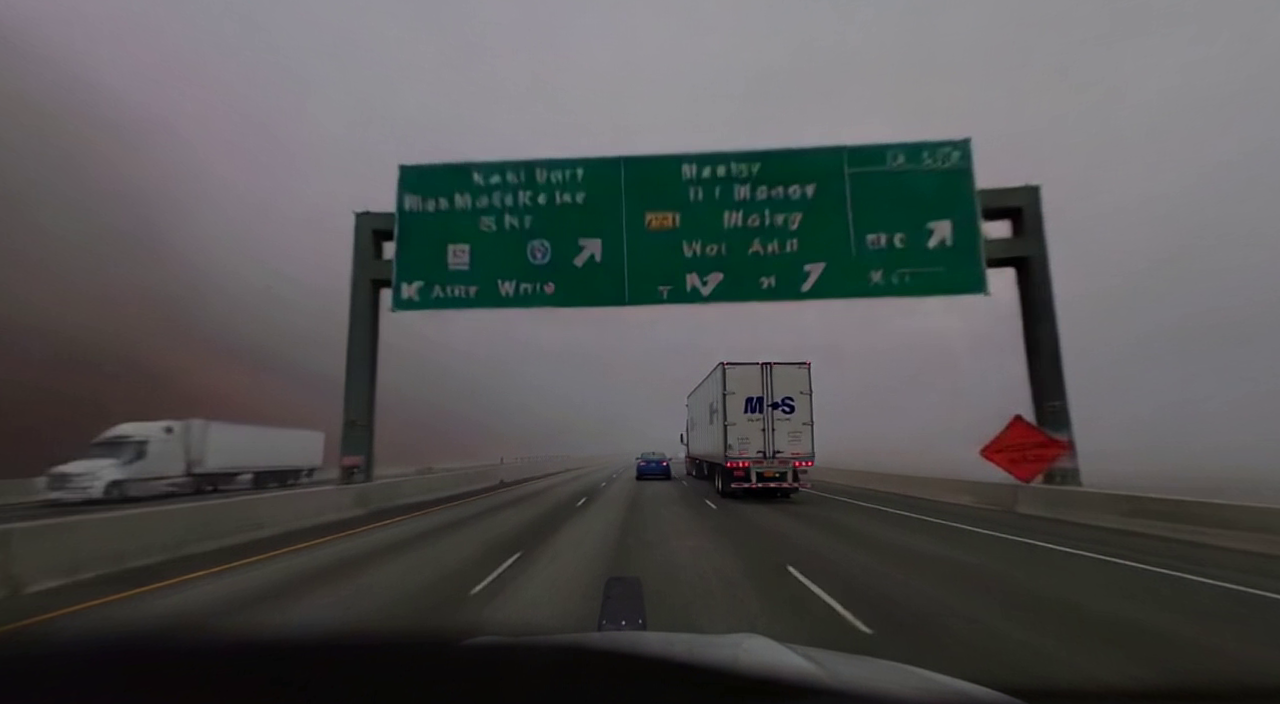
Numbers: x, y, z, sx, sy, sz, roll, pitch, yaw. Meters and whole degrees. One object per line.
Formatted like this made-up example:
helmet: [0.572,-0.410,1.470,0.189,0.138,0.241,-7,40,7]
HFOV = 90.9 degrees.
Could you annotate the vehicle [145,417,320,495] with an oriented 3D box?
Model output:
vehicle: [-17.247,4.491,27.446,2.732,2.908,7.110,0,-9,1]

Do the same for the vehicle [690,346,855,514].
vehicle: [3.776,2.957,22.550,3.002,4.104,14.174,0,-9,1]

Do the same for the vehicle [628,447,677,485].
vehicle: [0.562,5.312,29.696,2.121,1.642,3.828,0,-9,1]

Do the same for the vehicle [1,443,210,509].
vehicle: [-17.210,3.983,20.755,2.827,1.881,4.544,0,-9,0]
